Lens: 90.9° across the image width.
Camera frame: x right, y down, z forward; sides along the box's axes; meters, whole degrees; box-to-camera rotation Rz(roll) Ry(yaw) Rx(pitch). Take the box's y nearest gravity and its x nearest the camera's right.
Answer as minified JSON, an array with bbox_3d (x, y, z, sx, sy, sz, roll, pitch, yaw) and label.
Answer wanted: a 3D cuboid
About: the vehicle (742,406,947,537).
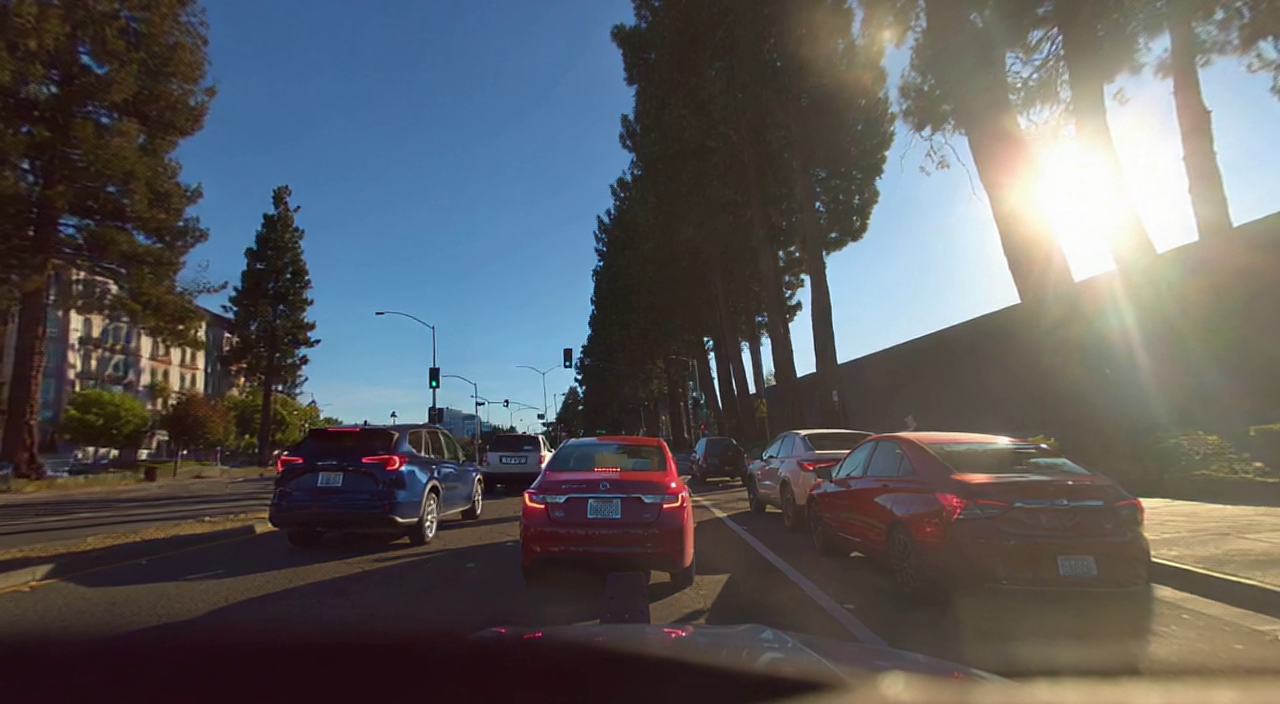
[{"bbox_3d":[3.346,2.078,11.542,2.117,1.879,4.715,0,-8,-1],"label":"vehicle"}]

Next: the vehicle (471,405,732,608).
[{"bbox_3d":[-0.358,1.586,7.422,2.114,1.631,4.459,0,-8,-1],"label":"vehicle"}]

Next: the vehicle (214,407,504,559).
[{"bbox_3d":[-3.750,1.858,9.698,2.141,1.718,4.809,0,-8,1],"label":"vehicle"}]

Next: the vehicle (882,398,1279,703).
[{"bbox_3d":[3.250,1.081,3.430,2.045,1.459,4.462,0,-8,-1],"label":"vehicle"}]
